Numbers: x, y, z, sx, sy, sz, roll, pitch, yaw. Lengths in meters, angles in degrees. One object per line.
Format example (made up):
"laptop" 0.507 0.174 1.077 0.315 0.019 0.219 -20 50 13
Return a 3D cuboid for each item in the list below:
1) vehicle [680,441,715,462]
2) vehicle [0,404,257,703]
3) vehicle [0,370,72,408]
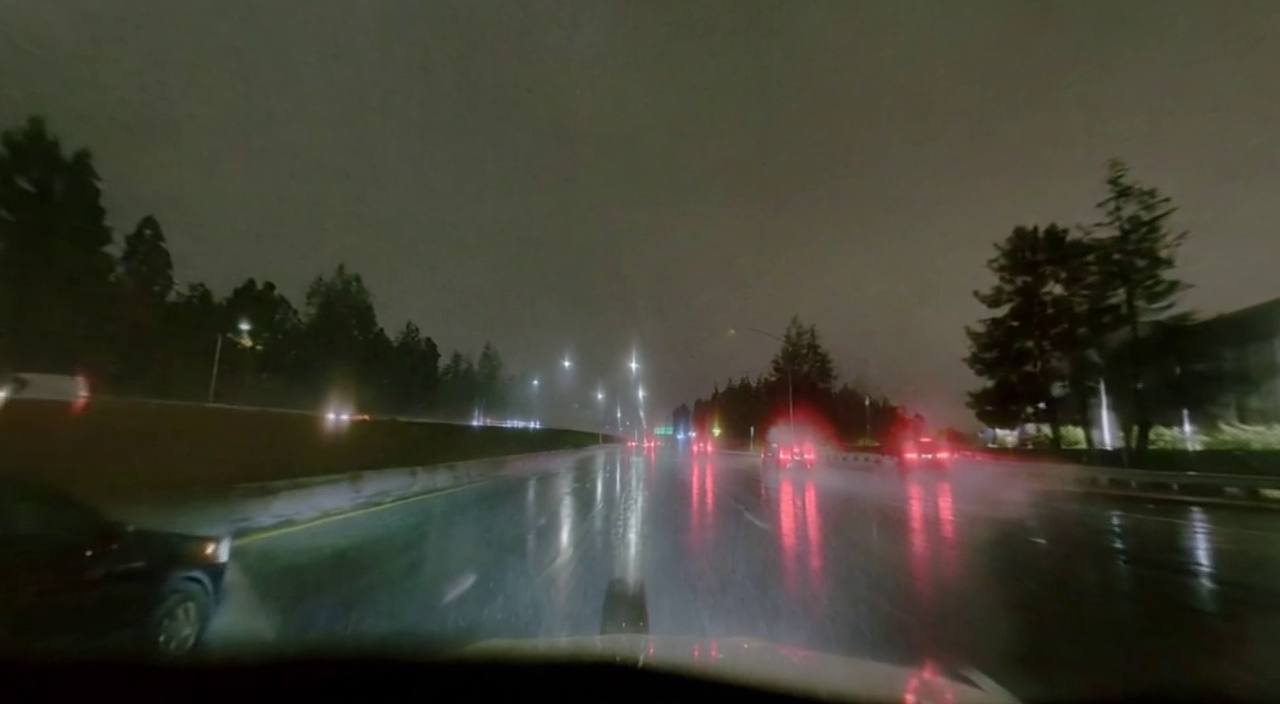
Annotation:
"vehicle" 4.113 7.228 45.762 2.069 1.431 4.313 0 -8 -1
"vehicle" -3.693 0.888 1.895 2.066 1.531 4.738 0 -8 1
"vehicle" -29.136 1.794 29.730 1.590 1.425 3.565 0 -9 -5
